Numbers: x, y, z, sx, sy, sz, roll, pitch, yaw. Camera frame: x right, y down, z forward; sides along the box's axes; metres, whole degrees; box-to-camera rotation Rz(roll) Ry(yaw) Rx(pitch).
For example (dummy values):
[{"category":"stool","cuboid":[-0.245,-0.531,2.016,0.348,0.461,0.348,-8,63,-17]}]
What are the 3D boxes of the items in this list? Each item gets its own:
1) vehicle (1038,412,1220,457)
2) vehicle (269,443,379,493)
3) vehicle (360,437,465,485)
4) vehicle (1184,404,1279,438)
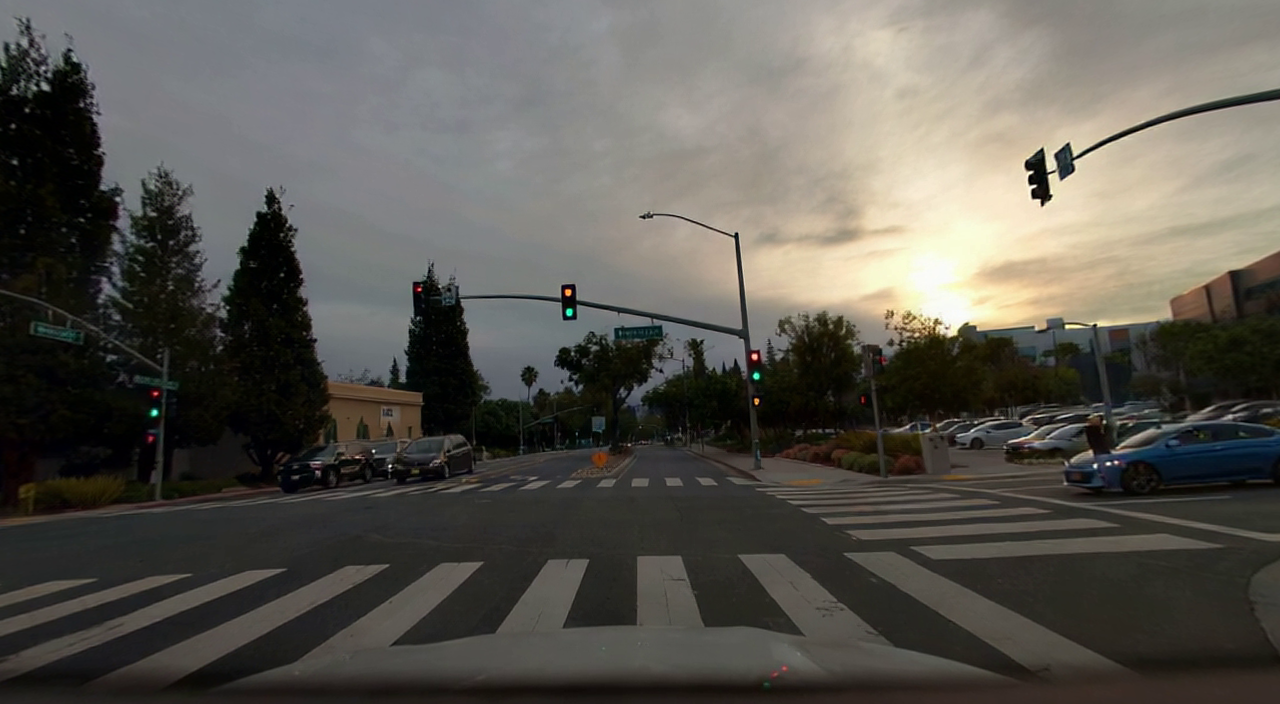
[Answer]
[{"category":"vehicle","cuboid":[16.906,2.913,22.135,4.560,1.453,1.851,-3,-9,18]},{"category":"vehicle","cuboid":[-13.814,5.069,28.036,2.306,1.957,4.968,0,-9,-1]},{"category":"vehicle","cuboid":[-10.187,4.921,28.943,2.664,1.940,5.702,0,-9,0]},{"category":"vehicle","cuboid":[34.801,4.020,36.663,4.326,1.511,1.725,-8,-9,16]}]
